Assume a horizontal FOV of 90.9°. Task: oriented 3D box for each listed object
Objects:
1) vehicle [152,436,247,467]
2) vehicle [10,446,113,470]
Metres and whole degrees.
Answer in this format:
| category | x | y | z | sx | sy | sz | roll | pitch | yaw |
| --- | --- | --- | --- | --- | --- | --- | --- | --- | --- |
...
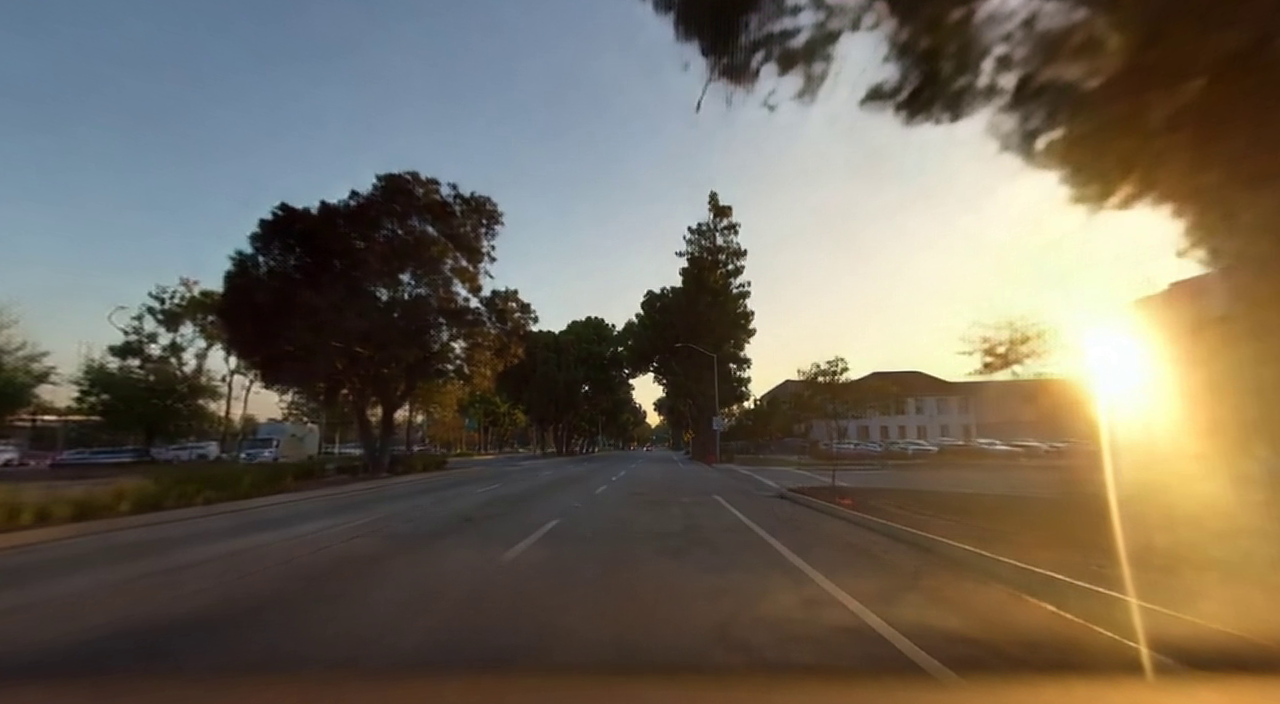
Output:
| category | x | y | z | sx | sy | sz | roll | pitch | yaw |
| --- | --- | --- | --- | --- | --- | --- | --- | --- | --- |
| vehicle | -33.969 | 7.668 | 48.744 | 5.521 | 2.214 | 2.704 | -1 | -8 | 8 |
| vehicle | -34.724 | 6.354 | 37.925 | 4.276 | 1.404 | 1.978 | 0 | -8 | 3 |
